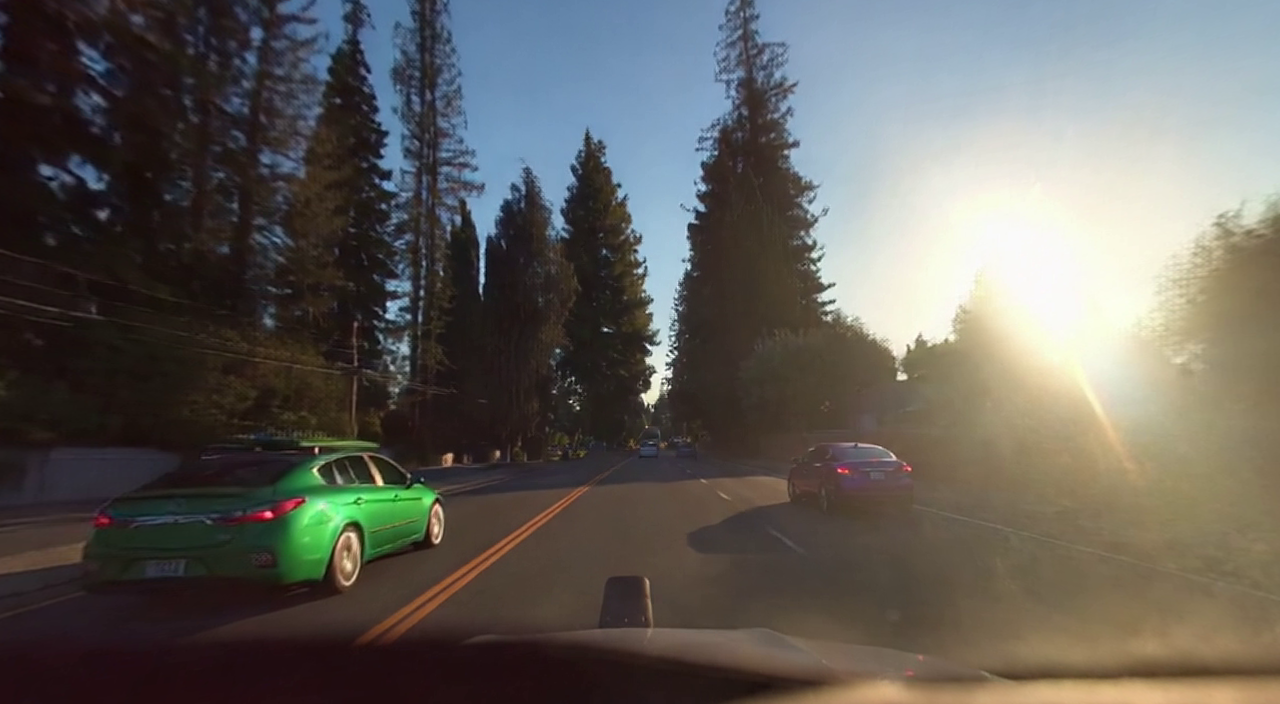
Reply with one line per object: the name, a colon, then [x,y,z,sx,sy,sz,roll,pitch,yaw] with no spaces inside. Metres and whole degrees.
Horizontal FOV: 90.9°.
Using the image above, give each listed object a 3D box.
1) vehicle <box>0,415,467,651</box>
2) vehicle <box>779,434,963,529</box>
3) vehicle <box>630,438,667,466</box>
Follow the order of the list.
vehicle: [-3.658,1.533,6.722,2.162,1.546,4.889,-1,-7,1]
vehicle: [4.228,2.386,12.450,1.943,1.471,4.515,-1,-7,0]
vehicle: [0.588,6.311,40.060,2.206,1.525,4.695,-1,-7,1]
